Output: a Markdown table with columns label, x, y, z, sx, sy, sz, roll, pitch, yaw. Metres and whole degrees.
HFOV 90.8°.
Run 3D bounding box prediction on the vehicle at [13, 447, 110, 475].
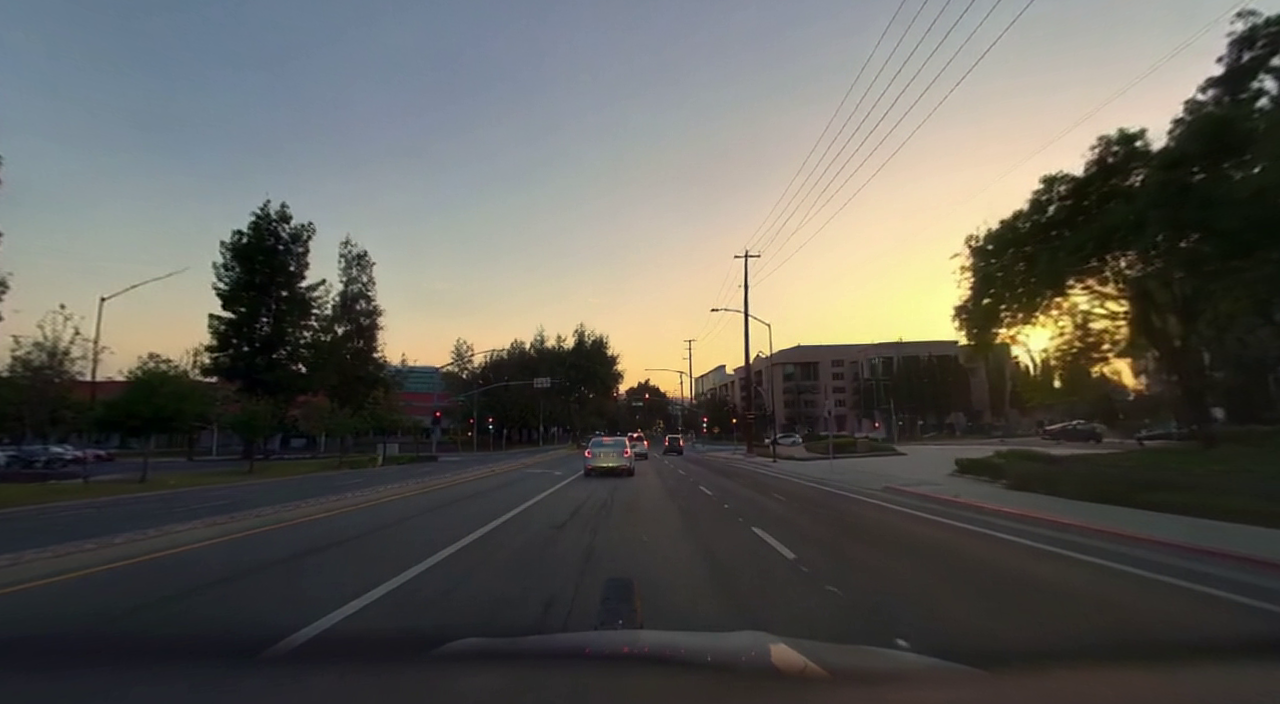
| label | x | y | z | sx | sy | sz | roll | pitch | yaw |
| --- | --- | --- | --- | --- | --- | --- | --- | --- | --- |
| vehicle | -38.648 | 7.254 | 42.397 | 2.026 | 1.701 | 4.536 | -1 | -8 | 4 |

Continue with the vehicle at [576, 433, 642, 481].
| label | x | y | z | sx | sy | sz | roll | pitch | yaw |
| --- | --- | --- | --- | --- | --- | --- | --- | --- | --- |
| vehicle | -0.989 | 3.575 | 21.763 | 2.075 | 1.470 | 3.962 | 0 | -8 | -1 |
